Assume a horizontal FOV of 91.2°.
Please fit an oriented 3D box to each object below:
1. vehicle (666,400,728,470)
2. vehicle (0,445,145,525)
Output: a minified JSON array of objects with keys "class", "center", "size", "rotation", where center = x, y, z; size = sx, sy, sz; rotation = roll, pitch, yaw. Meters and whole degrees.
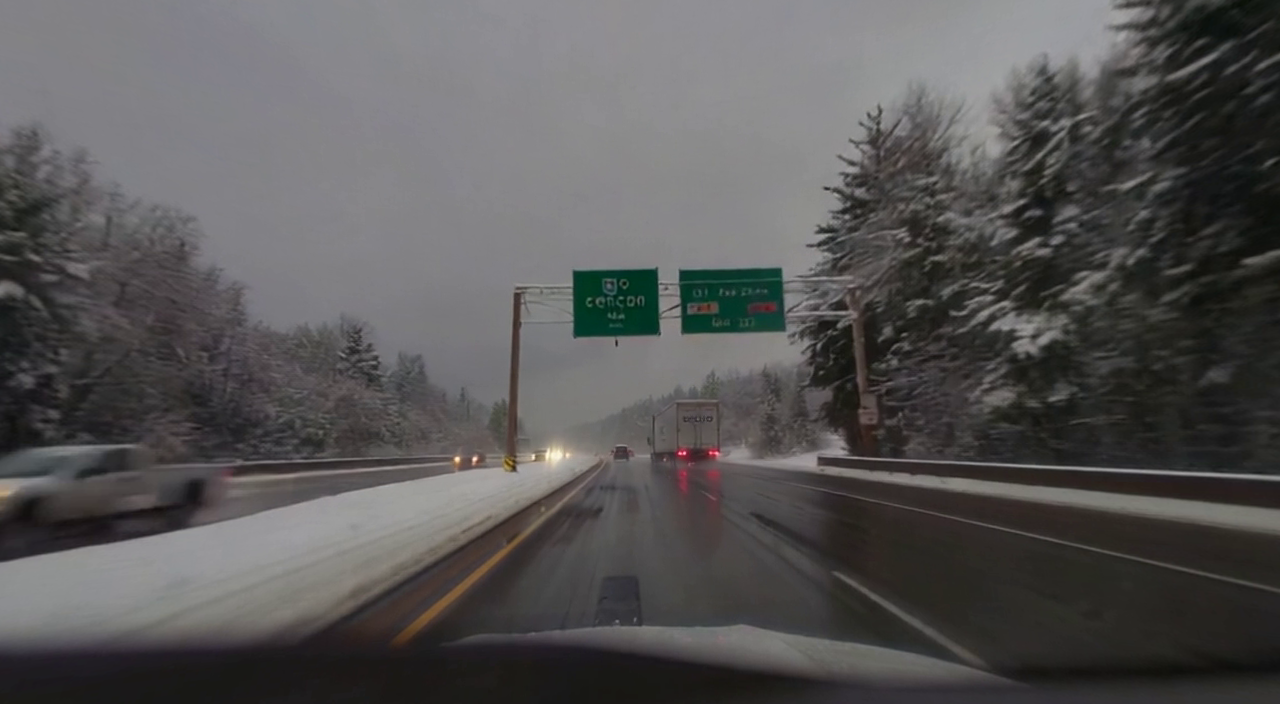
[{"class":"vehicle","center":[3.402,5.308,39.677],"size":[2.892,3.928,8.380],"rotation":[0,-9,-2]},{"class":"vehicle","center":[-13.444,2.850,13.858],"size":[1.813,1.545,3.874],"rotation":[0,-9,-1]}]
